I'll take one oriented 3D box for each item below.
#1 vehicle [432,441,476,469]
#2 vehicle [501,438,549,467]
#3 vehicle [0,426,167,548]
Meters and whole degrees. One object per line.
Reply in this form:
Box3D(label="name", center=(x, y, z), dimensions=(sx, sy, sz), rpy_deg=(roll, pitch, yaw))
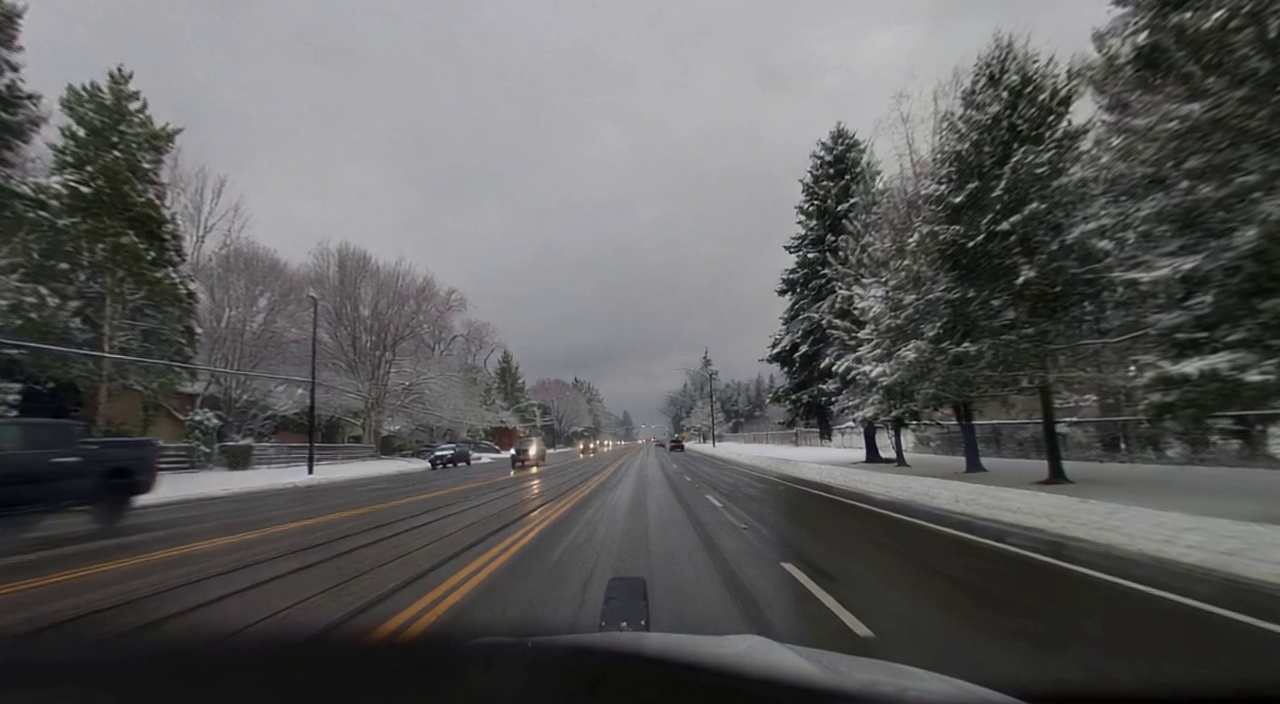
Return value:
Box3D(label="vehicle", center=(-14.062, 7.758, 47.875), dimensions=(2.058, 1.779, 4.768), rpy_deg=(-3, -6, -3))
Box3D(label="vehicle", center=(-6.716, 5.901, 37.218), dimensions=(1.943, 1.623, 4.190), rpy_deg=(0, -8, 2))
Box3D(label="vehicle", center=(-10.847, 2.178, 10.357), dimensions=(2.143, 1.848, 4.939), rpy_deg=(-1, -8, 2))
